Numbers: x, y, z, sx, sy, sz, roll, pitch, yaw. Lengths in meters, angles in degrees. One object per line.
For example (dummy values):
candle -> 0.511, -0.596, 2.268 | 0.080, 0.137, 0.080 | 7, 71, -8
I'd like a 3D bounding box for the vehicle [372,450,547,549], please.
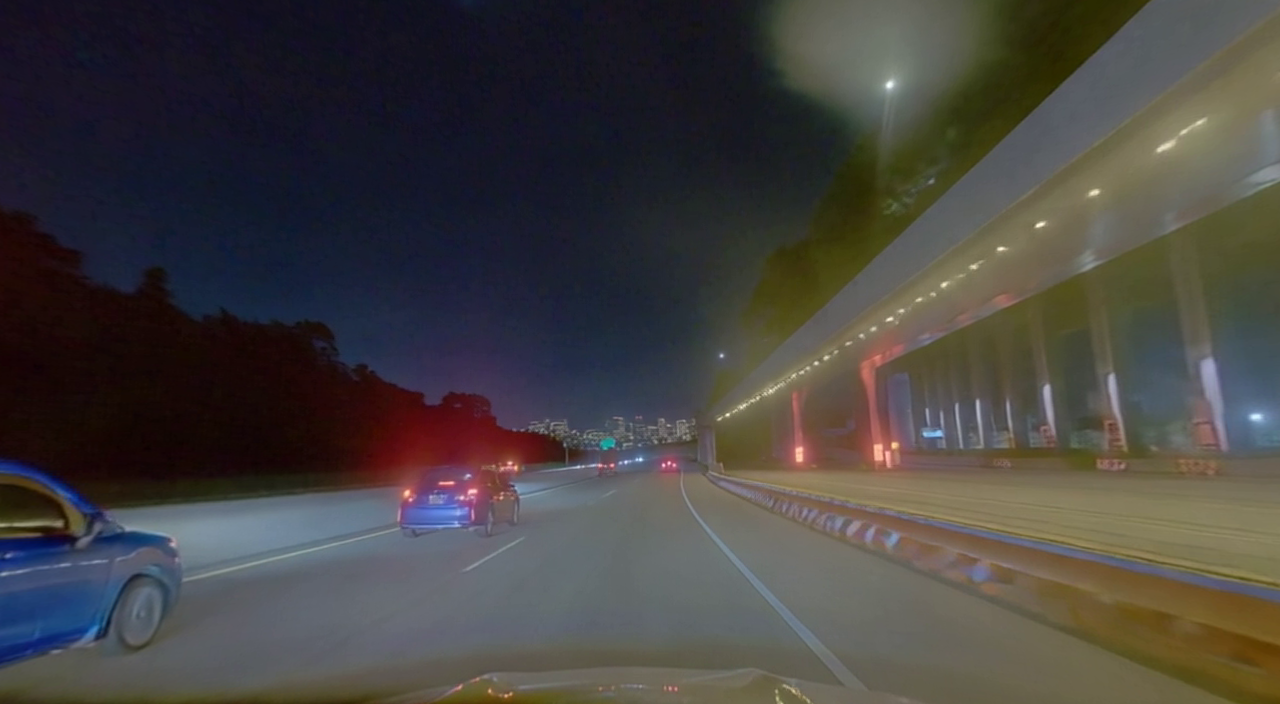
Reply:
vehicle -> -3.071, 2.616, 11.638 | 1.992, 1.466, 3.690 | 0, -10, 2
